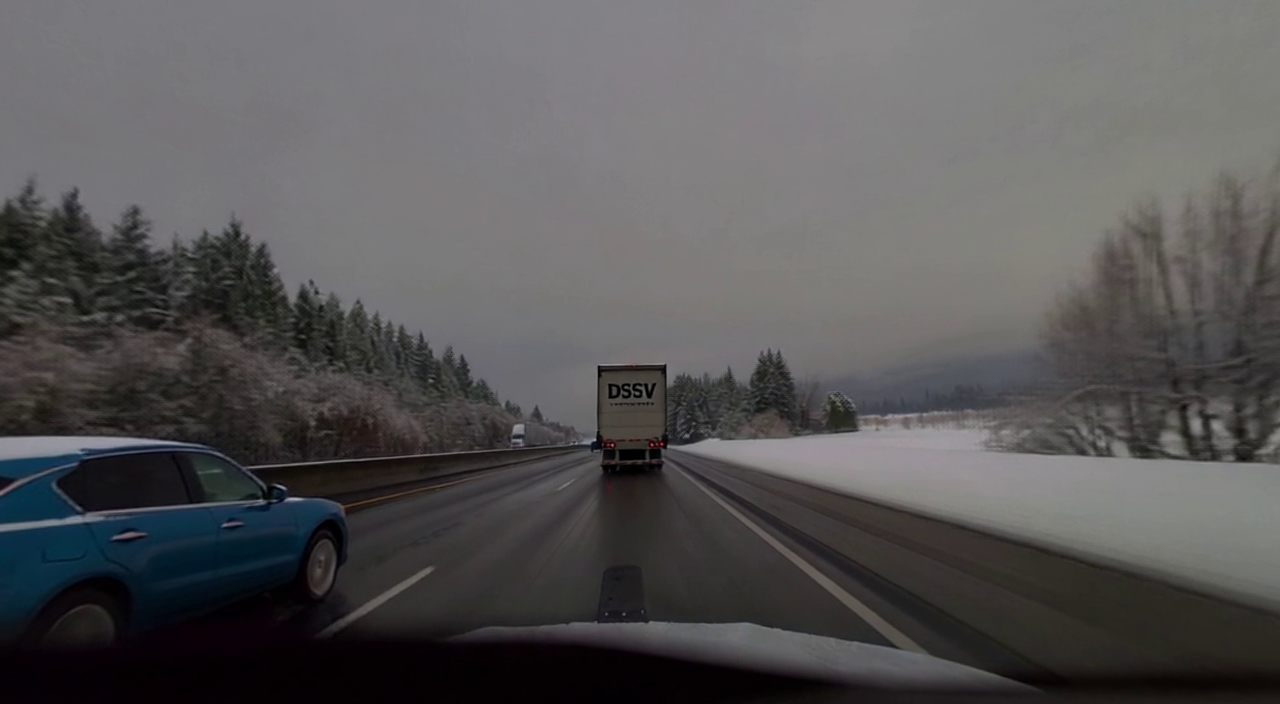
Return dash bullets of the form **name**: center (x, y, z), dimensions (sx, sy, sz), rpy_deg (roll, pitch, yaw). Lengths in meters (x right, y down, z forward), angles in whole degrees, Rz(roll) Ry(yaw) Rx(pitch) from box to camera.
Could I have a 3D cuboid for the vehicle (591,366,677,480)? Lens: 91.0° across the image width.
- **vehicle**: center (-0.377, 3.189, 27.175), dimensions (2.969, 3.957, 10.270), rpy_deg (0, -8, -2)
